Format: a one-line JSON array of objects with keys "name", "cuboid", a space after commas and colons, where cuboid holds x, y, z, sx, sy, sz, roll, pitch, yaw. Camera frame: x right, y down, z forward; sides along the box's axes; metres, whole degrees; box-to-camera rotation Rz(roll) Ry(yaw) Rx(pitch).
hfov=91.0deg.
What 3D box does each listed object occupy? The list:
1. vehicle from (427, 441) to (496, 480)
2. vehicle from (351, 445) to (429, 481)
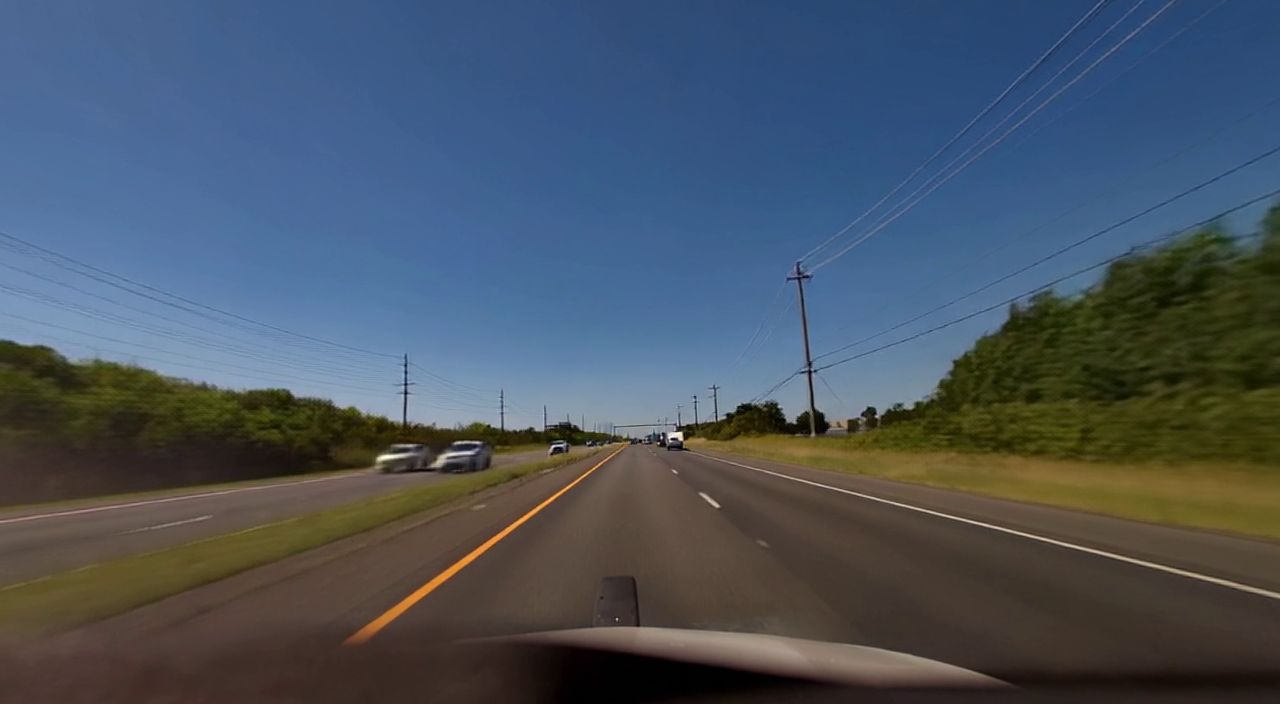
[{"name": "vehicle", "cuboid": [-7.846, 4.783, 28.136, 1.863, 1.592, 4.379, 0, -8, -1]}, {"name": "vehicle", "cuboid": [-11.036, 4.897, 28.111, 1.912, 1.468, 4.018, 0, -8, -1]}]
